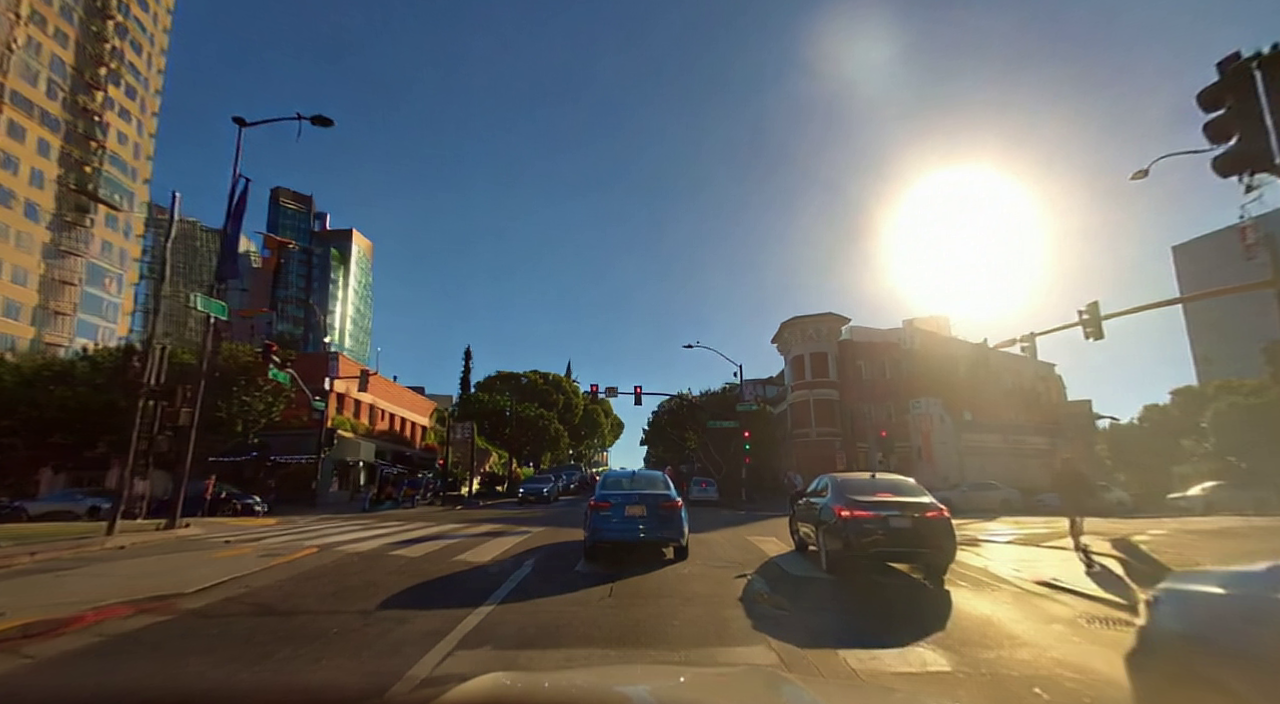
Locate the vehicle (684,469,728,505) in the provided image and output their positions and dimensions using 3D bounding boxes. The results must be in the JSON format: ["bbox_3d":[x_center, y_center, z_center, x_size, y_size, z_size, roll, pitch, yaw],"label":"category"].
[{"bbox_3d":[3.833,7.881,37.063,1.908,1.741,4.066,0,-8,-3],"label":"vehicle"}]

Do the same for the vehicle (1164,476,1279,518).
[{"bbox_3d":[26.407,6.346,27.697,4.734,1.605,2.186,-1,-8,1],"label":"vehicle"}]

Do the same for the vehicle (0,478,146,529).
[{"bbox_3d":[-25.329,6.734,28.215,4.588,2.048,2.110,-1,-8,1],"label":"vehicle"}]

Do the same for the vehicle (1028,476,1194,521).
[{"bbox_3d":[20.812,6.496,28.091,5.345,1.747,2.410,-1,-8,2],"label":"vehicle"}]

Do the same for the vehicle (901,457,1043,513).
[{"bbox_3d":[14.720,5.886,28.207,4.974,2.266,2.324,0,-8,-1],"label":"vehicle"}]

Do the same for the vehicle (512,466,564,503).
[{"bbox_3d":[-5.972,7.802,37.368,2.226,1.896,4.438,-1,-8,1],"label":"vehicle"}]

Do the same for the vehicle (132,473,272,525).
[{"bbox_3d":[-19.472,6.538,28.174,4.750,2.083,2.002,-1,-9,3],"label":"vehicle"}]
